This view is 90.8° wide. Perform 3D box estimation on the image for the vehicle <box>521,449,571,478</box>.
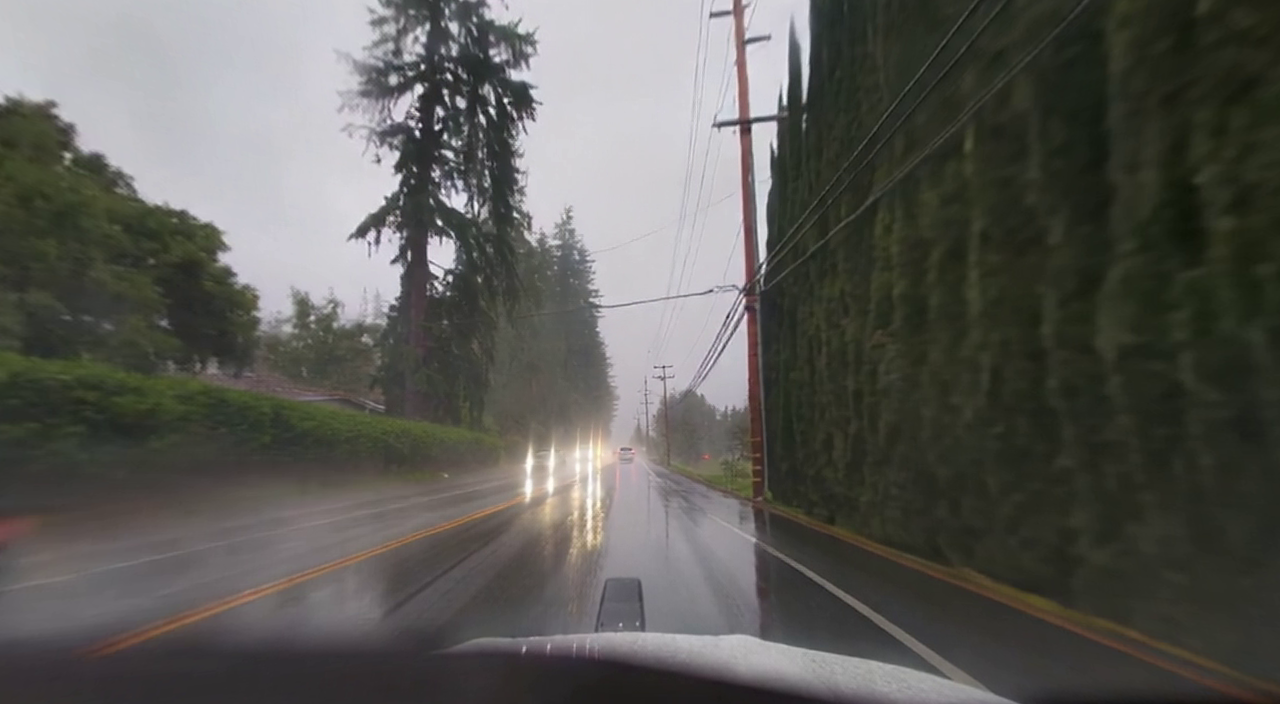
[{"bbox_3d":[-5.125,6.144,35.099,2.069,1.471,4.226,0,-8,1],"label":"vehicle"}]
